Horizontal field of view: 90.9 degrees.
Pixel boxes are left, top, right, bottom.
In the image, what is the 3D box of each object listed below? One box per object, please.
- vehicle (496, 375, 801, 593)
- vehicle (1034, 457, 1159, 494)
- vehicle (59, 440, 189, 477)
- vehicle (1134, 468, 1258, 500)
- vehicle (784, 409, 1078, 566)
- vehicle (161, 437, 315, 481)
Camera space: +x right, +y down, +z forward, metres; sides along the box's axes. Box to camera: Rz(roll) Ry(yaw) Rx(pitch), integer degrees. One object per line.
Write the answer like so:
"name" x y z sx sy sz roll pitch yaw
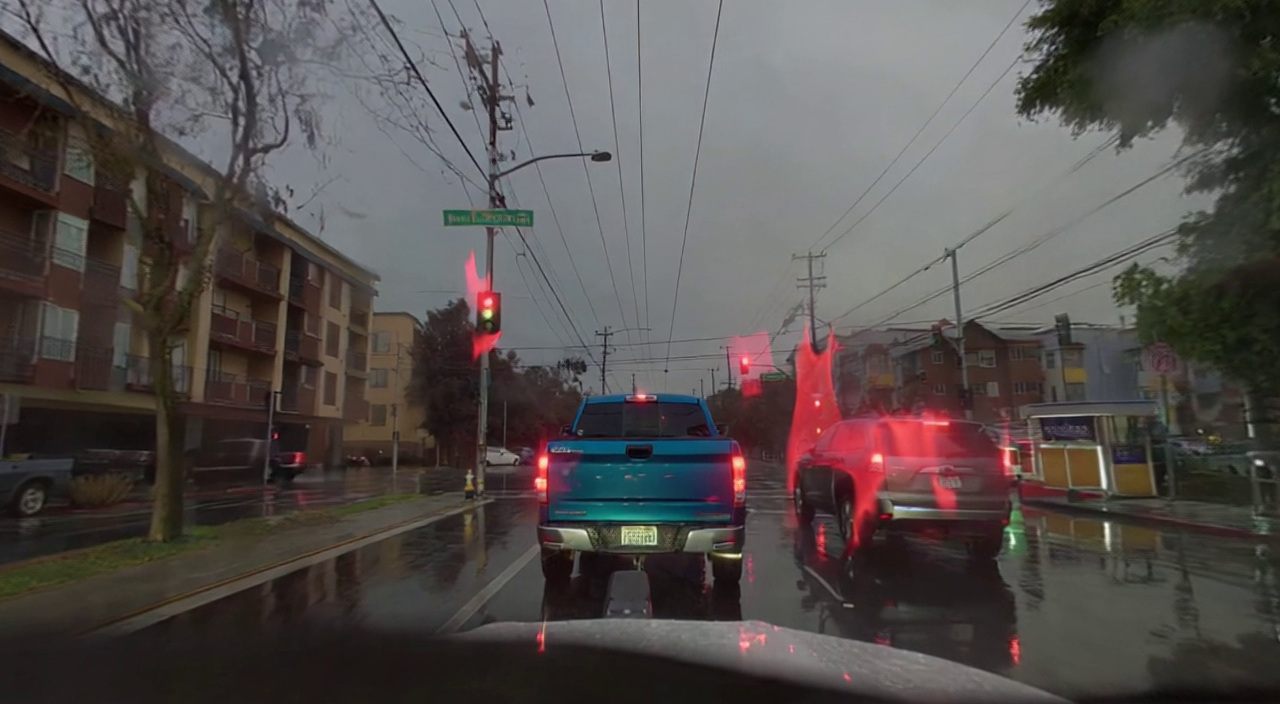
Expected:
"vehicle" 0.107 1.558 8.296 2.738 1.959 5.070 0 -8 1
"vehicle" 21.745 5.892 30.163 4.498 1.618 1.843 0 -8 0
"vehicle" -24.839 5.134 30.449 4.563 1.692 1.778 0 -8 -2
"vehicle" 26.379 6.279 30.001 4.071 1.388 1.884 0 -8 1
"vehicle" 3.849 1.885 9.581 2.131 1.759 4.762 0 -8 -1
"vehicle" -16.819 4.499 26.573 5.043 1.766 1.980 0 -9 -1
